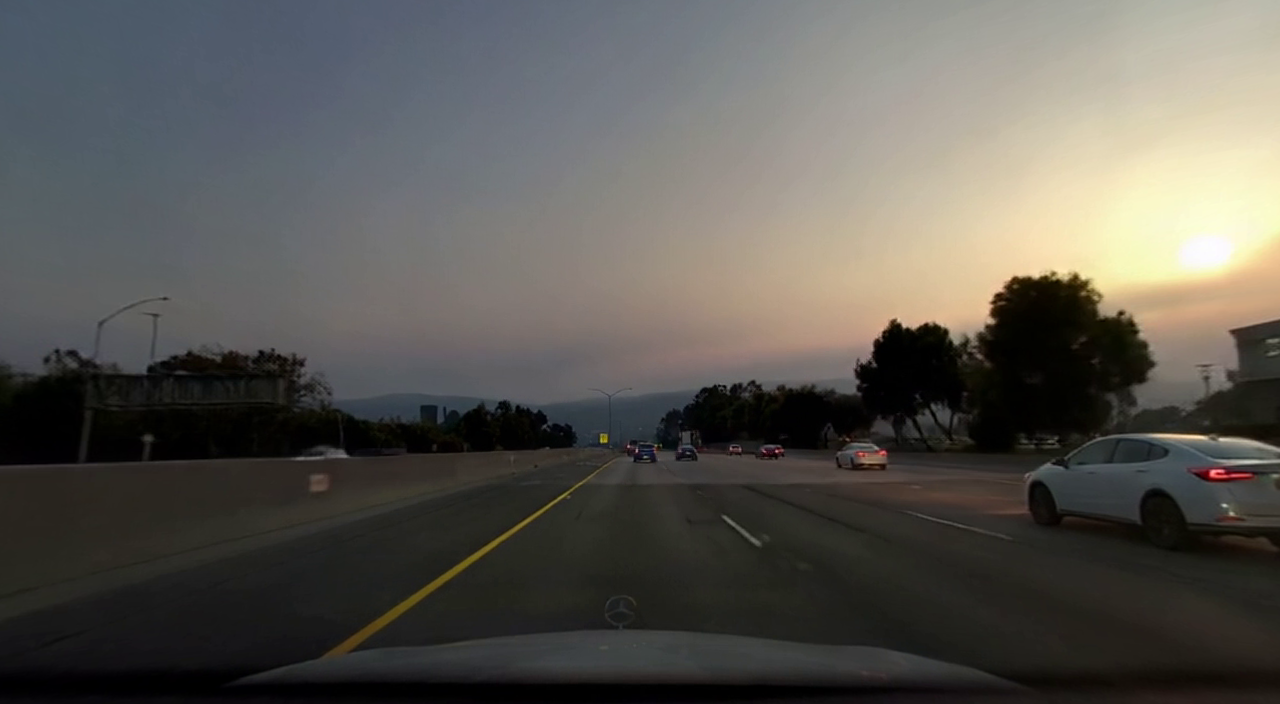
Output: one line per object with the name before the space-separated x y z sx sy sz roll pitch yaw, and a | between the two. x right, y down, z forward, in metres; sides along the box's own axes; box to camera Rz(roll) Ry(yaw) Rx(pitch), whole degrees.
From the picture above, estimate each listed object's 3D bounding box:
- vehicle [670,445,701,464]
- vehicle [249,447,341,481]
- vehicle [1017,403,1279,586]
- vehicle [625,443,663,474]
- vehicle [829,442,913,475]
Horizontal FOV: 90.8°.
vehicle | 3.530 8.050 49.749 1.993 1.427 4.204 0 -9 -1
vehicle | -17.730 5.744 32.794 2.053 1.582 4.816 0 -9 0
vehicle | 6.957 1.579 7.576 2.027 1.679 4.543 0 -9 0
vehicle | 0.167 5.911 35.395 1.864 1.566 4.446 0 -8 -3
vehicle | 10.958 5.099 30.401 2.087 1.442 4.834 0 -9 -1
